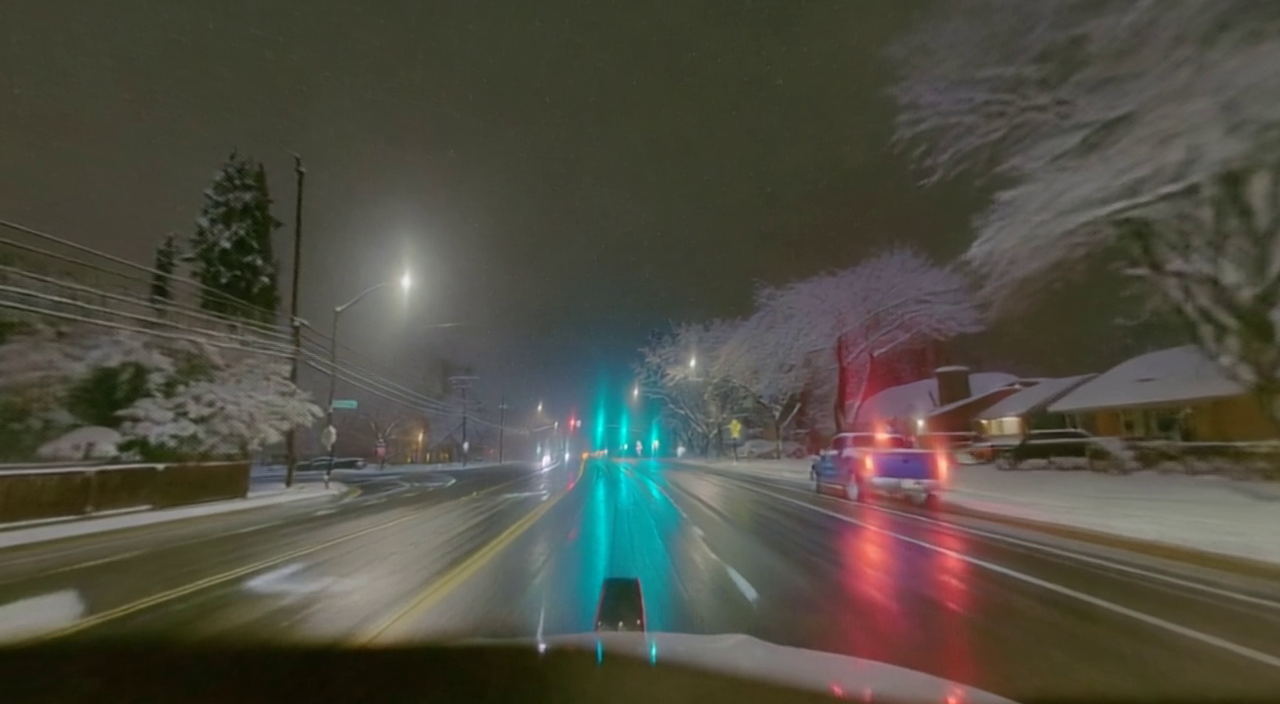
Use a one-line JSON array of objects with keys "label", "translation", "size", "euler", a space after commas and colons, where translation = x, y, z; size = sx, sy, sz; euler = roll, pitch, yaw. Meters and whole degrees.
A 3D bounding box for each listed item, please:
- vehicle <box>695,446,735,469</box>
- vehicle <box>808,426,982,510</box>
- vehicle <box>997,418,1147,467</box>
[{"label": "vehicle", "translation": [5.093, 7.259, 43.541], "size": [1.969, 1.495, 4.328], "euler": [0, -9, -3]}, {"label": "vehicle", "translation": [6.513, 3.037, 17.128], "size": [2.285, 1.868, 5.575], "euler": [0, -9, -1]}, {"label": "vehicle", "translation": [17.544, 3.692, 25.802], "size": [4.623, 1.741, 1.924], "euler": [-2, -8, -1]}]
